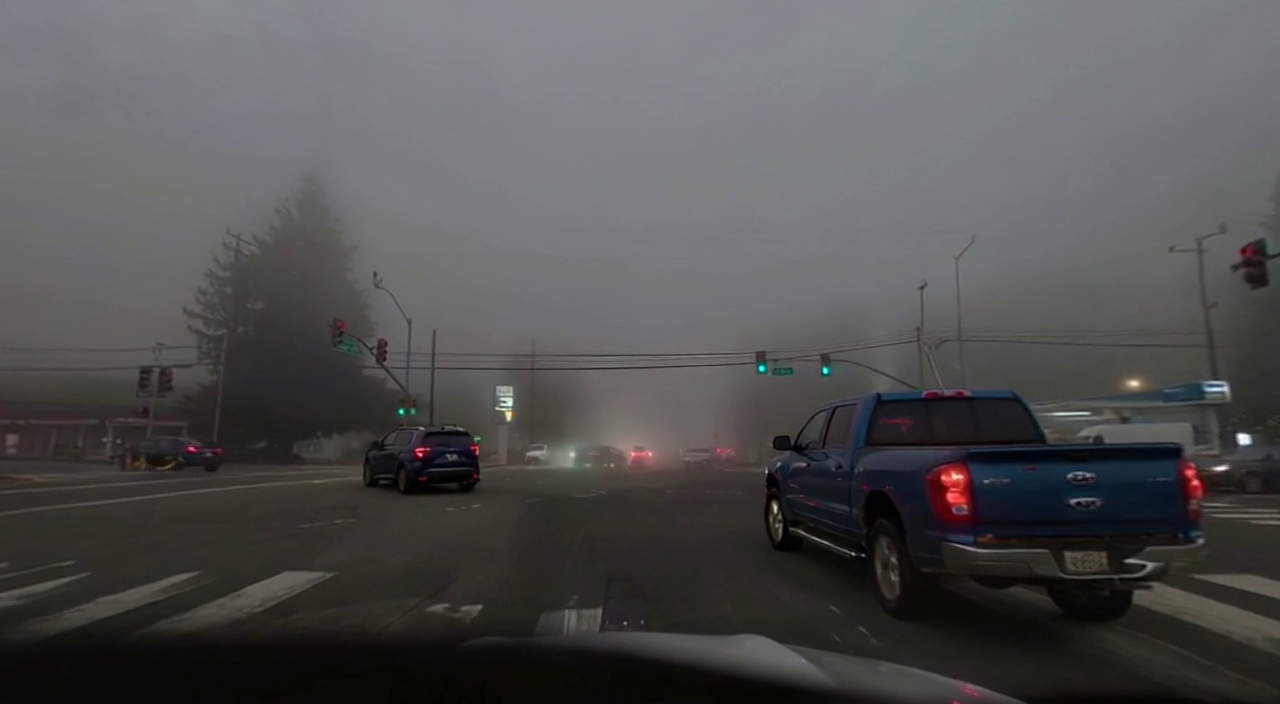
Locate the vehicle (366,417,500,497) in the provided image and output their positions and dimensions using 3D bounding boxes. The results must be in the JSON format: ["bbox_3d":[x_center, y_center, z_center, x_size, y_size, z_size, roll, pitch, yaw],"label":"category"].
[{"bbox_3d":[-5.836,2.828,17.360,2.141,1.842,4.889,5,-10,-34],"label":"vehicle"}]

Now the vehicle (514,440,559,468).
[{"bbox_3d":[-7.347,7.294,45.331,2.303,1.895,5.301,0,-8,1],"label":"vehicle"}]

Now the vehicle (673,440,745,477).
[{"bbox_3d":[3.355,5.305,31.763,1.977,1.726,4.721,2,-9,-15],"label":"vehicle"}]

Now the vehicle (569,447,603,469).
[{"bbox_3d":[-3.920,7.746,46.300,1.856,1.448,4.455,-1,-8,3],"label":"vehicle"}]

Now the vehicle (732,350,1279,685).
[{"bbox_3d":[2.493,1.268,6.142,2.036,1.818,5.192,1,-8,-4],"label":"vehicle"}]

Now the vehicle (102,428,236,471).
[{"bbox_3d":[-20.182,4.188,27.111,4.498,1.725,1.921,-2,-8,10],"label":"vehicle"}]

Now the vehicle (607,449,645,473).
[{"bbox_3d":[-0.846,6.193,36.068,1.898,1.281,4.013,1,-8,-5],"label":"vehicle"}]
